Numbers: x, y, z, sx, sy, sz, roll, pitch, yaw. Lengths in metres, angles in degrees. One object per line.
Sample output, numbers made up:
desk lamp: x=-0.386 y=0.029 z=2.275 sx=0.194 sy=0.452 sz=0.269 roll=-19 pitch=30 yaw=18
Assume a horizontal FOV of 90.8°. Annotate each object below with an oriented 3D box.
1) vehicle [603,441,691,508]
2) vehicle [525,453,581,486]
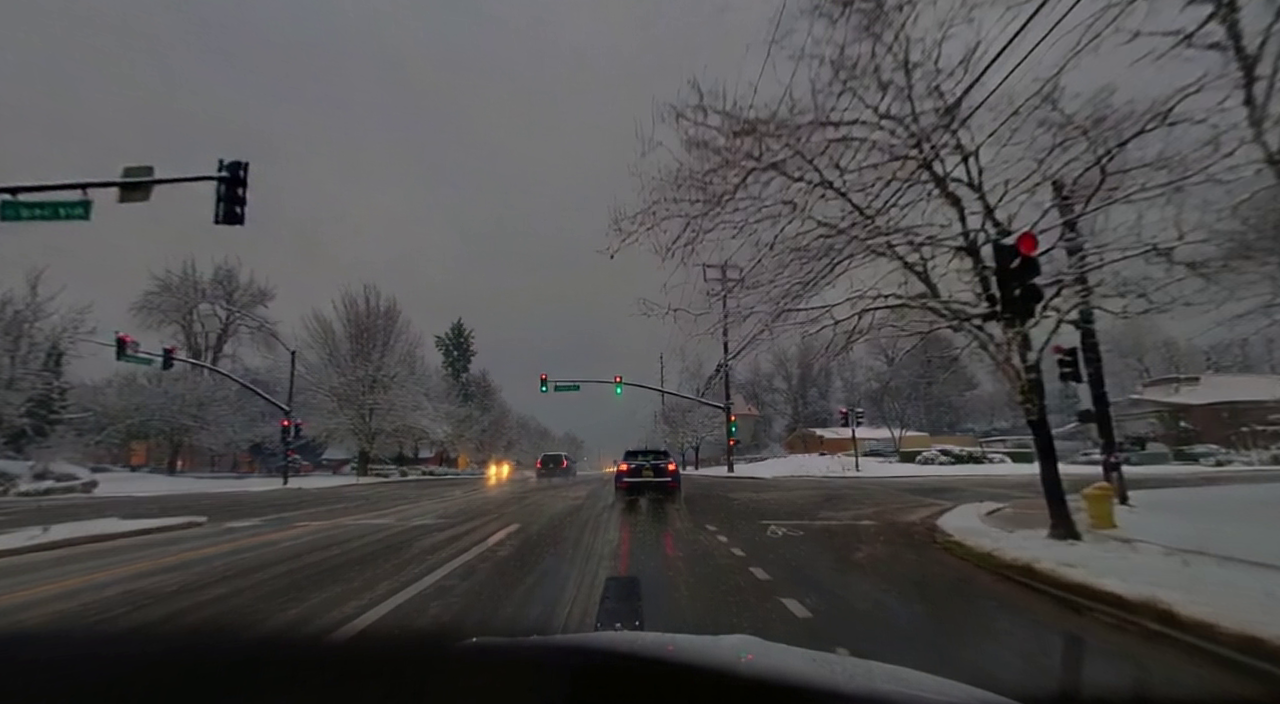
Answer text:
vehicle: x=0.146 y=3.328 z=17.550 sx=2.156 sy=1.636 sz=3.923 roll=0 pitch=-9 yaw=-1
vehicle: x=-4.225 y=5.792 z=31.379 sx=2.153 sy=1.474 sz=4.284 roll=0 pitch=-9 yaw=1
